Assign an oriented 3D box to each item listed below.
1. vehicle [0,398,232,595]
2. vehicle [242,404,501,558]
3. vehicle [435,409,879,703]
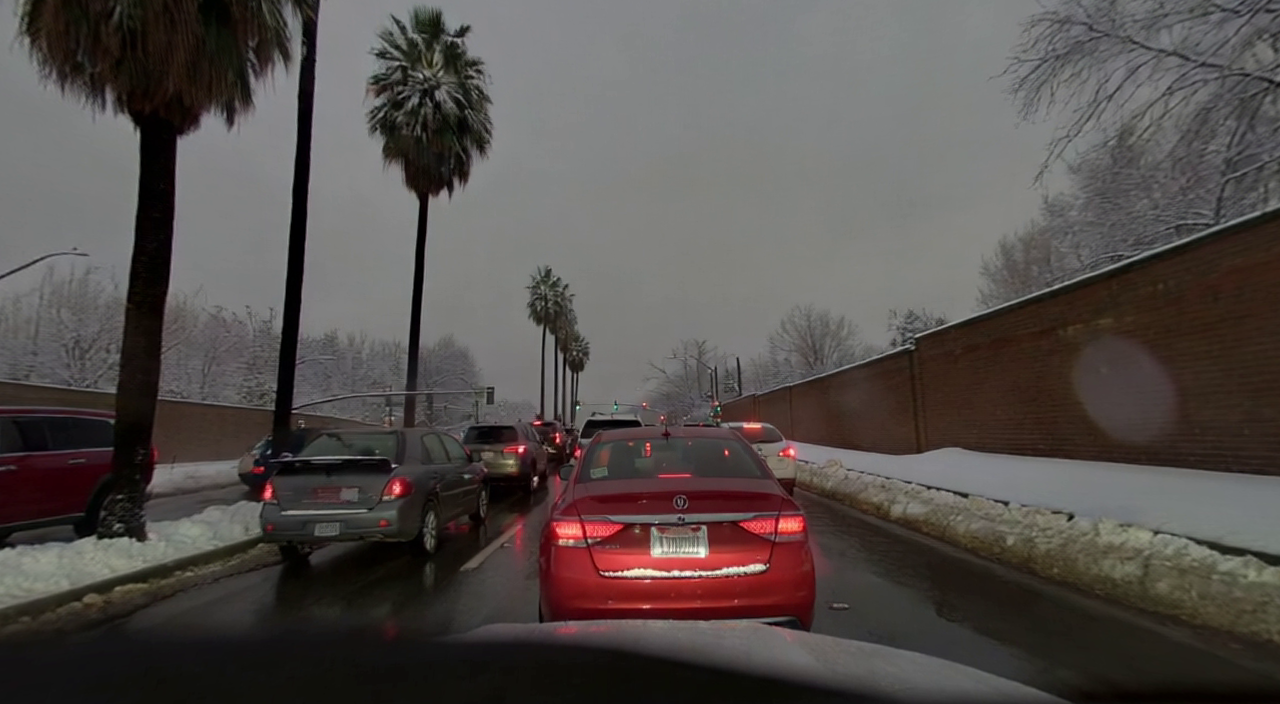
[{"bbox_3d":[-6.670,1.406,6.409,1.963,1.721,4.662,0,-8,-2],"label":"vehicle"},{"bbox_3d":[-3.527,1.777,9.295,2.055,1.746,4.136,0,-8,-1],"label":"vehicle"},{"bbox_3d":[0.039,1.337,5.215,2.128,1.473,4.272,0,-8,-1],"label":"vehicle"}]
